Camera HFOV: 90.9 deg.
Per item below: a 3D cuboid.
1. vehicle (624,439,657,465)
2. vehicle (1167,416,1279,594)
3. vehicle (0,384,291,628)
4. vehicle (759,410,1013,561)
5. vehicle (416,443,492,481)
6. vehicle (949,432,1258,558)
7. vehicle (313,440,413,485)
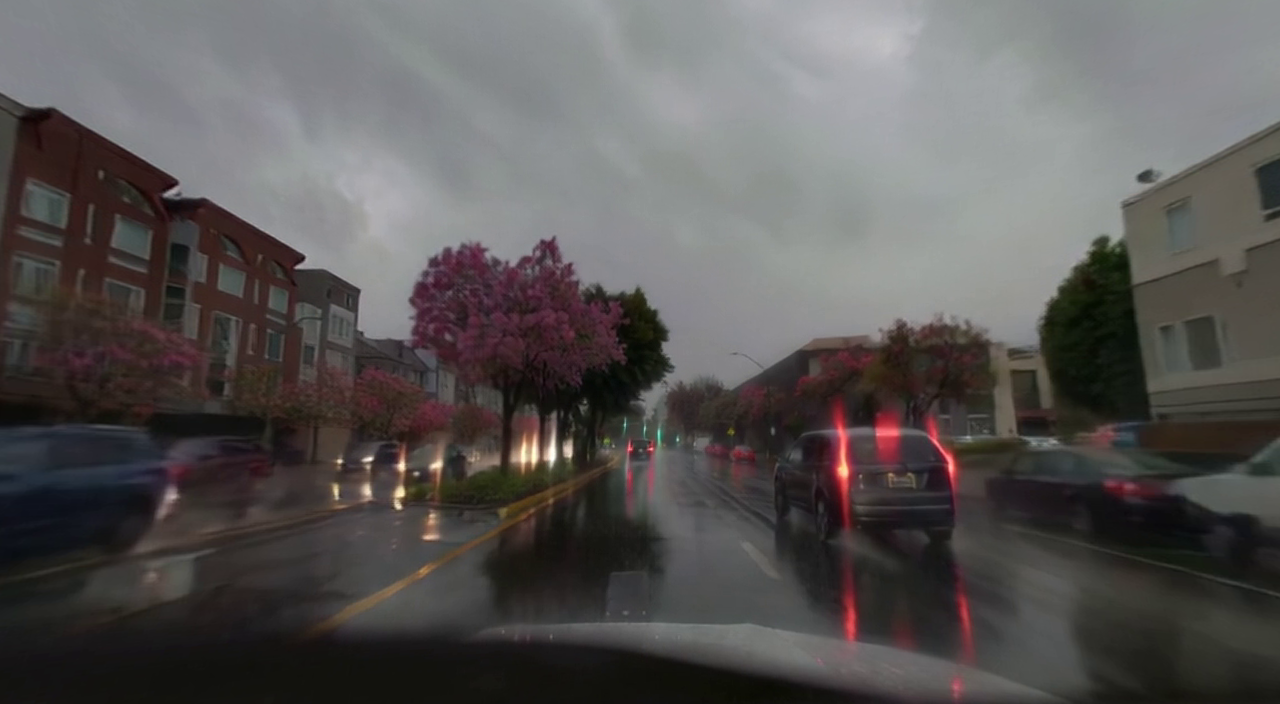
[{"bbox_3d":[0.070,7.225,45.635,2.244,1.813,4.129,0,-8,1],"label":"vehicle"},{"bbox_3d":[7.198,1.340,5.095,2.022,1.714,4.550,0,-8,2],"label":"vehicle"},{"bbox_3d":[-5.717,1.327,6.022,2.034,1.771,4.795,-1,-7,0],"label":"vehicle"},{"bbox_3d":[3.314,1.894,9.714,2.071,1.747,4.549,0,-8,0],"label":"vehicle"},{"bbox_3d":[-7.930,4.725,27.330,1.931,1.491,4.026,0,-8,2],"label":"vehicle"},{"bbox_3d":[7.309,2.197,10.749,1.865,1.576,4.651,1,-7,2],"label":"vehicle"},{"bbox_3d":[-11.738,4.688,27.133,2.021,1.730,4.866,0,-8,1],"label":"vehicle"}]
